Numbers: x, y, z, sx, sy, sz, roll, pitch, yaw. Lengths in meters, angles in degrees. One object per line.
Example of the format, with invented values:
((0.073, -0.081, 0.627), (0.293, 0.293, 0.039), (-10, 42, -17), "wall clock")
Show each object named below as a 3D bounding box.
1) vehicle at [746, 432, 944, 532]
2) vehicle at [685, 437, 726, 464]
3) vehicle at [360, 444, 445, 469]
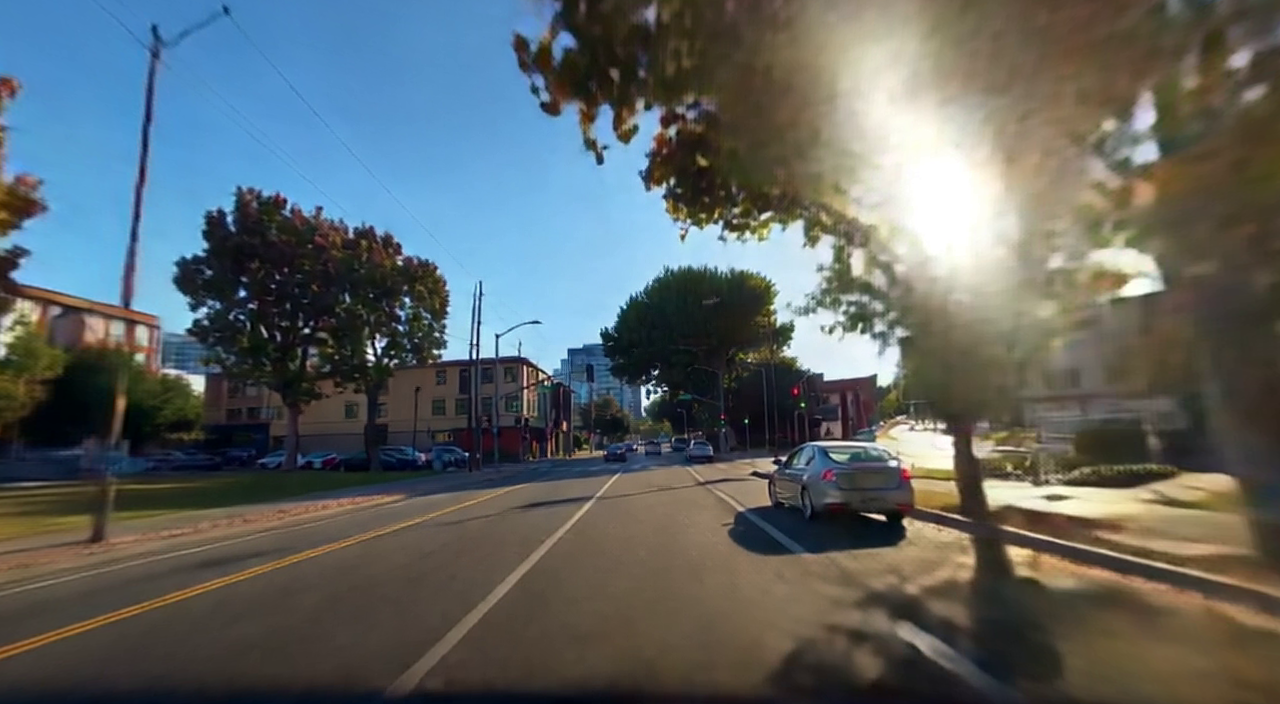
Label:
((3.483, 2.316, 11.921), (2.072, 1.471, 4.834), (0, -9, -1), "vehicle")
((3.987, 6.120, 39.117), (2.035, 1.564, 4.719), (0, -9, -1), "vehicle")
((-17.390, 7.668, 46.277), (5.361, 1.767, 2.179), (-1, -9, 5), "vehicle")
